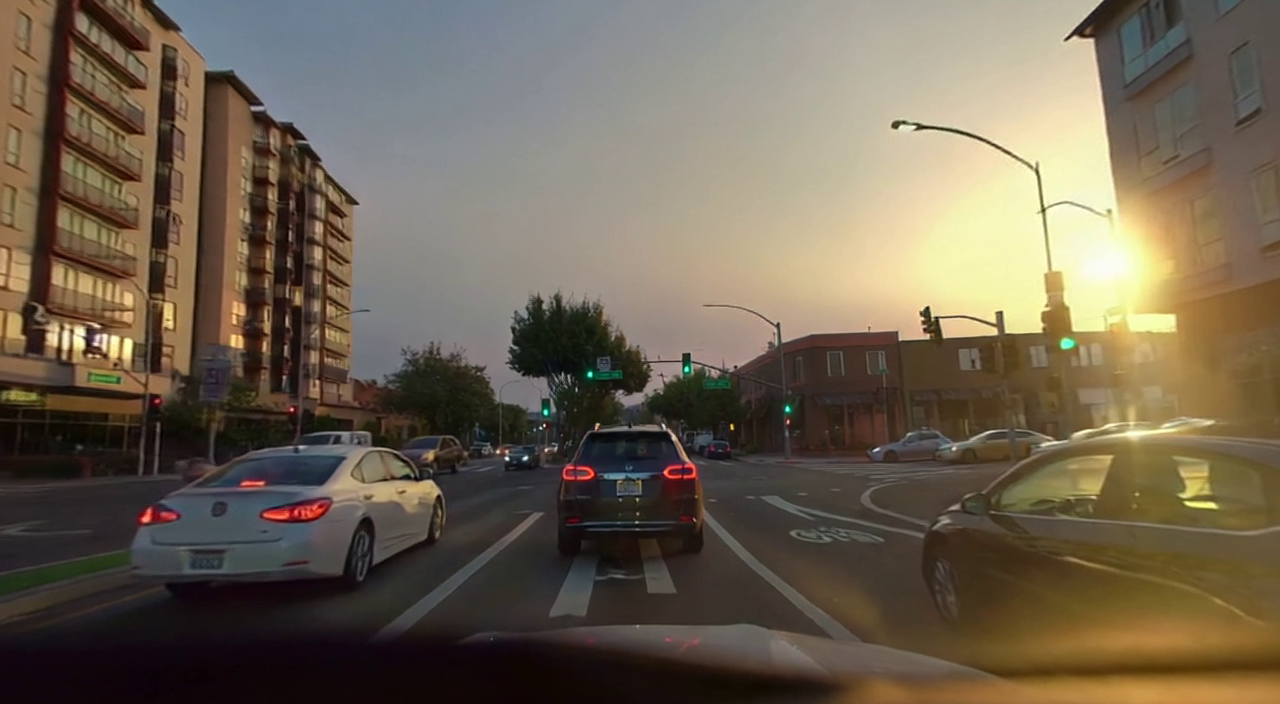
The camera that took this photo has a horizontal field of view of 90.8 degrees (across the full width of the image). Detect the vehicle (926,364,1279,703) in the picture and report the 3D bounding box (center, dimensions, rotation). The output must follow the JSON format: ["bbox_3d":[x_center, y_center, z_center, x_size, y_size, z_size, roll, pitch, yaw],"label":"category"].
[{"bbox_3d":[3.179,0.924,2.700,1.906,1.608,4.137,0,-8,-1],"label":"vehicle"}]

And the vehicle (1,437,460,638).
[{"bbox_3d":[-3.769,1.749,7.185,2.055,1.488,4.733,0,-8,0],"label":"vehicle"}]

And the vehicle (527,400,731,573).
[{"bbox_3d":[-0.139,1.855,9.620,2.206,1.858,5.332,0,-8,0],"label":"vehicle"}]
